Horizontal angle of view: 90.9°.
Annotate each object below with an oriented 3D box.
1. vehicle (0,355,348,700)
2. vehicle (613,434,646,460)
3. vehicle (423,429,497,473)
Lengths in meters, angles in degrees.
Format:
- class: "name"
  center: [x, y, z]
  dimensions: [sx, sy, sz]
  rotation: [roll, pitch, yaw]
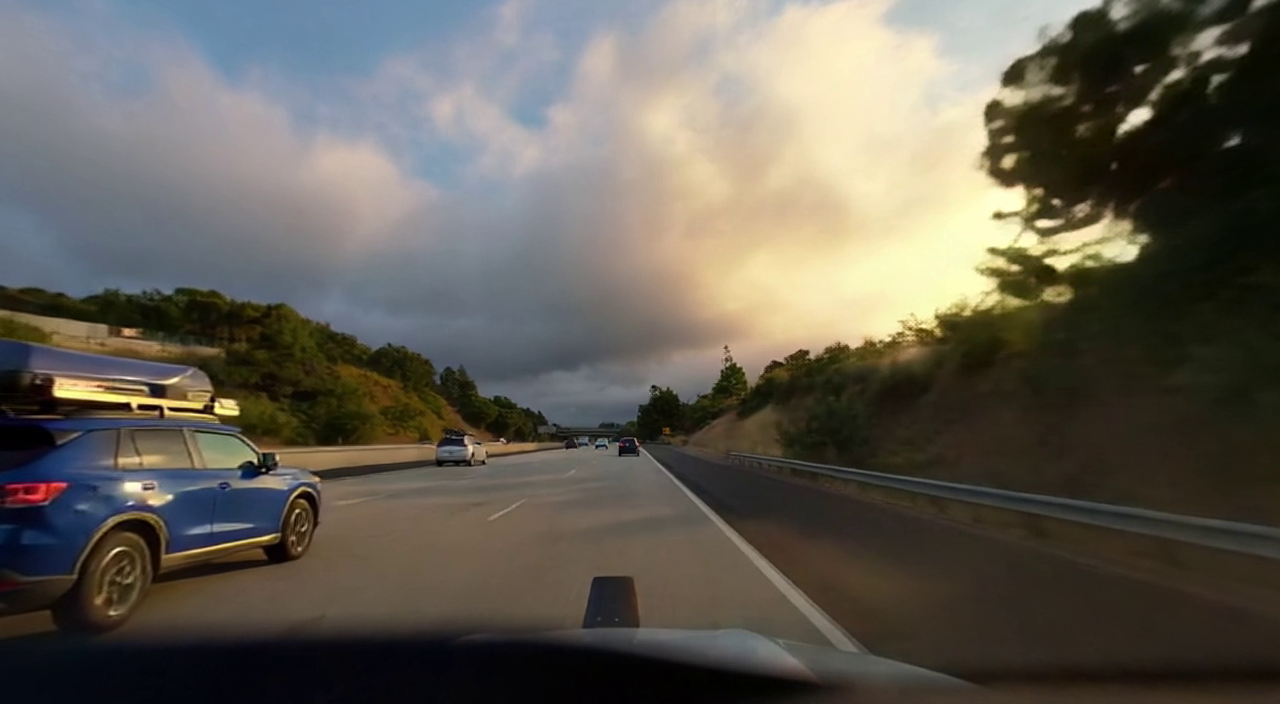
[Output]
- class: "vehicle"
  center: [-4.320, 1.096, 4.712]
  dimensions: [2.069, 1.748, 4.652]
  rotation: [0, -8, -1]
- class: "vehicle"
  center: [-0.703, 6.406, 42.858]
  dimensions: [2.178, 1.658, 3.916]
  rotation: [0, -8, -1]
- class: "vehicle"
  center: [-7.830, 4.324, 27.906]
  dimensions: [1.964, 1.745, 4.338]
  rotation: [0, -8, 0]
